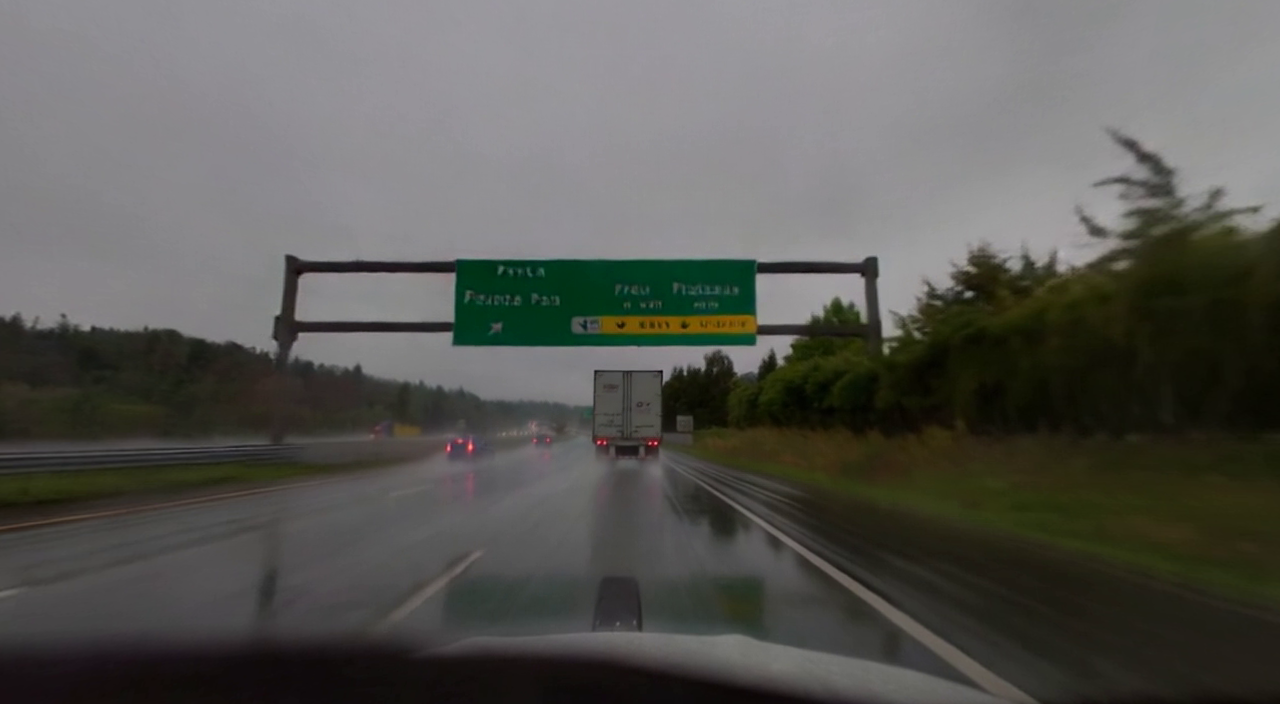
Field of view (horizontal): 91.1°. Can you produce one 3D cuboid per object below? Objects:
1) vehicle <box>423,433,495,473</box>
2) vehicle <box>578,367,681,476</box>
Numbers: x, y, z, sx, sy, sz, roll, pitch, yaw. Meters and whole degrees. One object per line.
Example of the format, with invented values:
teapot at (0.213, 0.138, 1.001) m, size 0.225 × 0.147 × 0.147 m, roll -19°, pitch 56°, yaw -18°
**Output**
vehicle at (-7.283, 4.063, 25.675) m, size 1.856 × 1.479 × 3.710 m, roll 0°, pitch -8°, yaw 0°
vehicle at (-0.488, 3.129, 26.803) m, size 3.033 × 3.223 × 14.836 m, roll 3°, pitch -8°, yaw -1°
